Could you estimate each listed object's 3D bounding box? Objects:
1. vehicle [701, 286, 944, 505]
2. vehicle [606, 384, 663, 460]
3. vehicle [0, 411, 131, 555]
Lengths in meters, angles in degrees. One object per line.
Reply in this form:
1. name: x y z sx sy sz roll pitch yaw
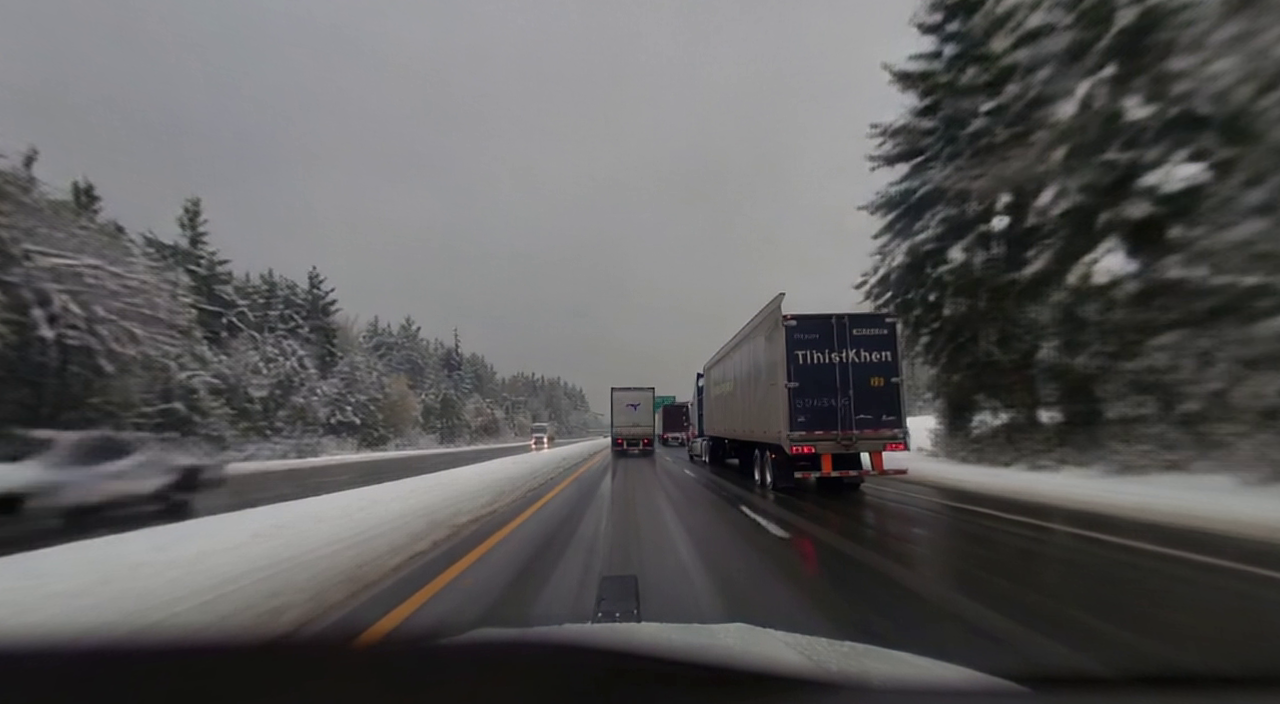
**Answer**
1. vehicle: 4.121 1.752 19.135 2.856 4.145 14.500 0 -8 -1
2. vehicle: -0.371 4.276 37.522 2.958 3.917 10.196 0 -8 -1
3. vehicle: -8.698 1.532 7.217 1.997 1.712 4.498 0 -8 -1
